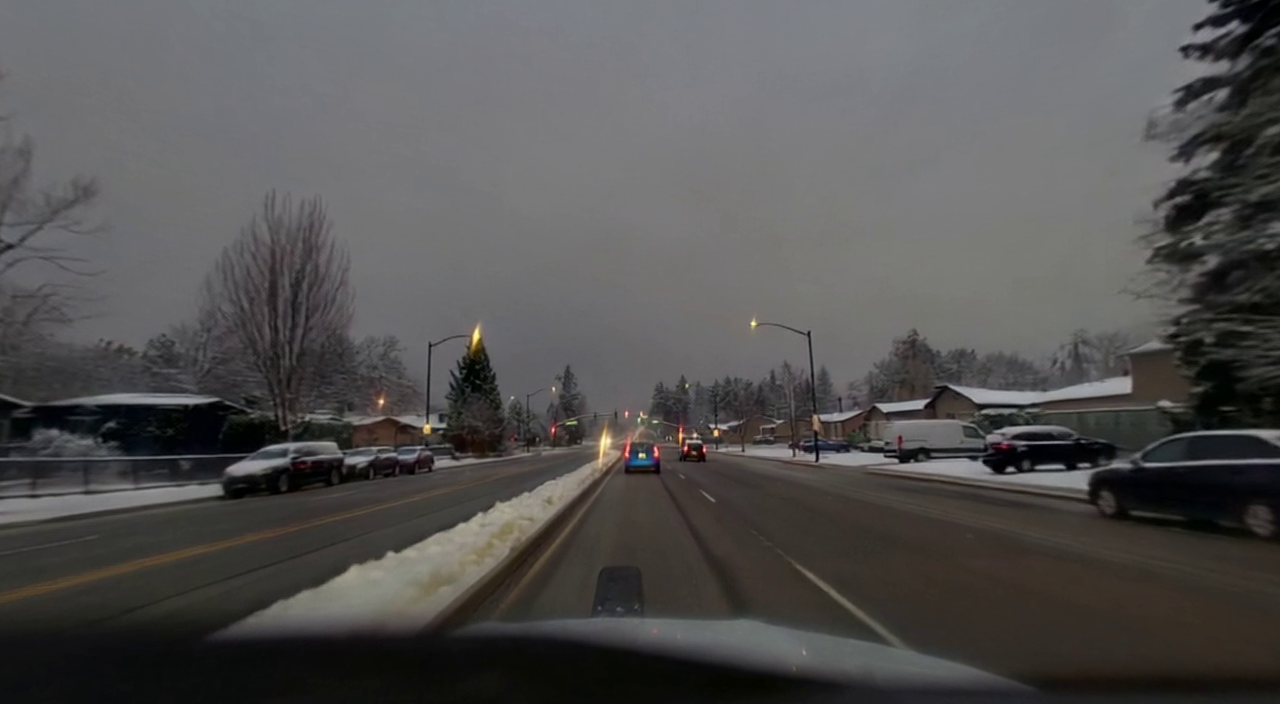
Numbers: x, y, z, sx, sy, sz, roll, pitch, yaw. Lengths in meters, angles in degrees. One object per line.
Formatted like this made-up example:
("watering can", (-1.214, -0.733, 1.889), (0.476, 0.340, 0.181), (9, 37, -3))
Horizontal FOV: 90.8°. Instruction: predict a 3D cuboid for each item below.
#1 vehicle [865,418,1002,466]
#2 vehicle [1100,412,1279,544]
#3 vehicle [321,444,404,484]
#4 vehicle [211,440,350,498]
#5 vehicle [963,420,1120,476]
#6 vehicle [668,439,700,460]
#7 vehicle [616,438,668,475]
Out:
("vehicle", (14.711, 4.538, 31.947), (5.696, 2.299, 2.292), (0, -9, -2))
("vehicle", (9.726, 1.844, 9.517), (2.139, 1.772, 4.468), (0, -9, -1))
("vehicle", (-14.468, 5.845, 33.301), (2.140, 1.899, 4.900), (0, -9, 0))
("vehicle", (-14.517, 4.733, 26.092), (2.351, 2.008, 5.971), (-2, -8, -1))
("vehicle", (15.091, 3.643, 23.949), (4.481, 1.988, 2.065), (0, -9, -1))
("vehicle", (3.353, 7.615, 49.229), (2.161, 1.519, 4.568), (0, -9, 0))
("vehicle", (0.033, 4.538, 27.614), (2.093, 1.497, 4.010), (0, -9, -1))
